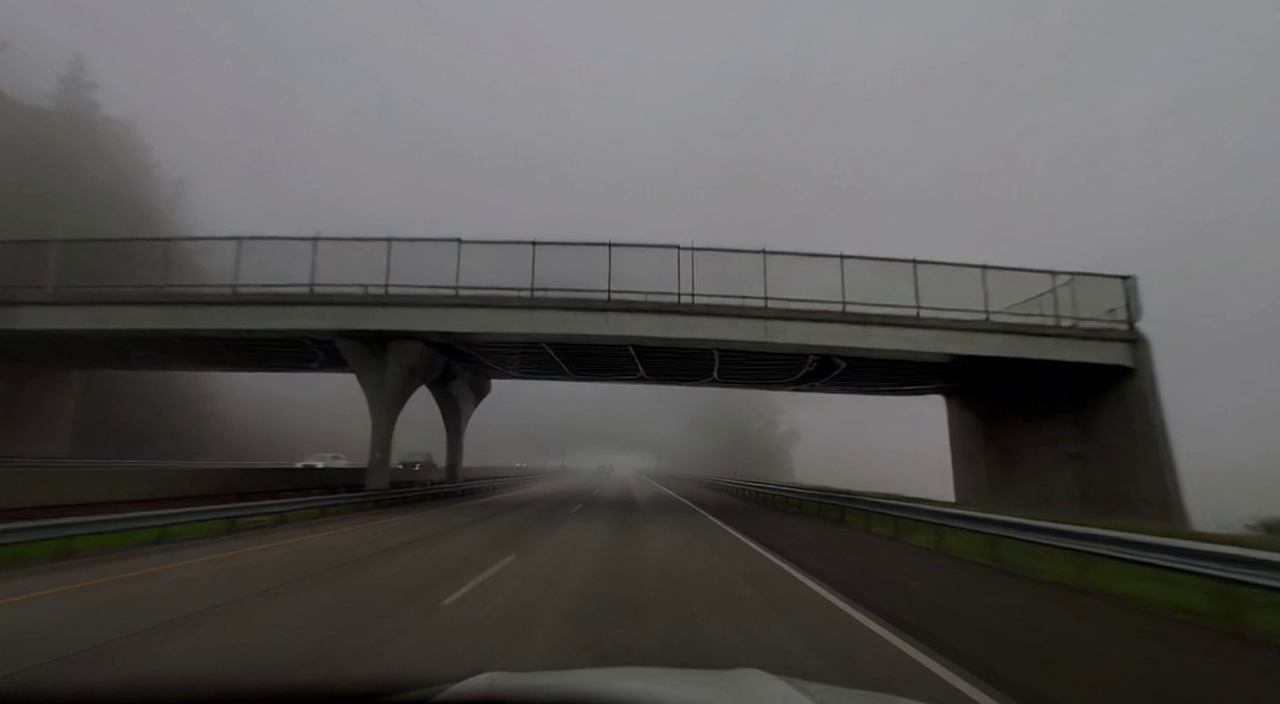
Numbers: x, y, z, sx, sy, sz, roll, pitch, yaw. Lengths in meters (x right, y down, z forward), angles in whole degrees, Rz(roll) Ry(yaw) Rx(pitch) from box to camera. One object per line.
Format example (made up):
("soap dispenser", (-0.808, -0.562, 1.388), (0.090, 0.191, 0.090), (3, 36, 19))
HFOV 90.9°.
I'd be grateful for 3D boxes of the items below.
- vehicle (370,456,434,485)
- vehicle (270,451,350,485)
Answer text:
("vehicle", (-13.340, 6.687, 35.630), (1.912, 1.470, 4.330), (1, -11, 0))
("vehicle", (-17.144, 6.074, 32.978), (1.942, 1.617, 4.080), (1, -11, -1))
